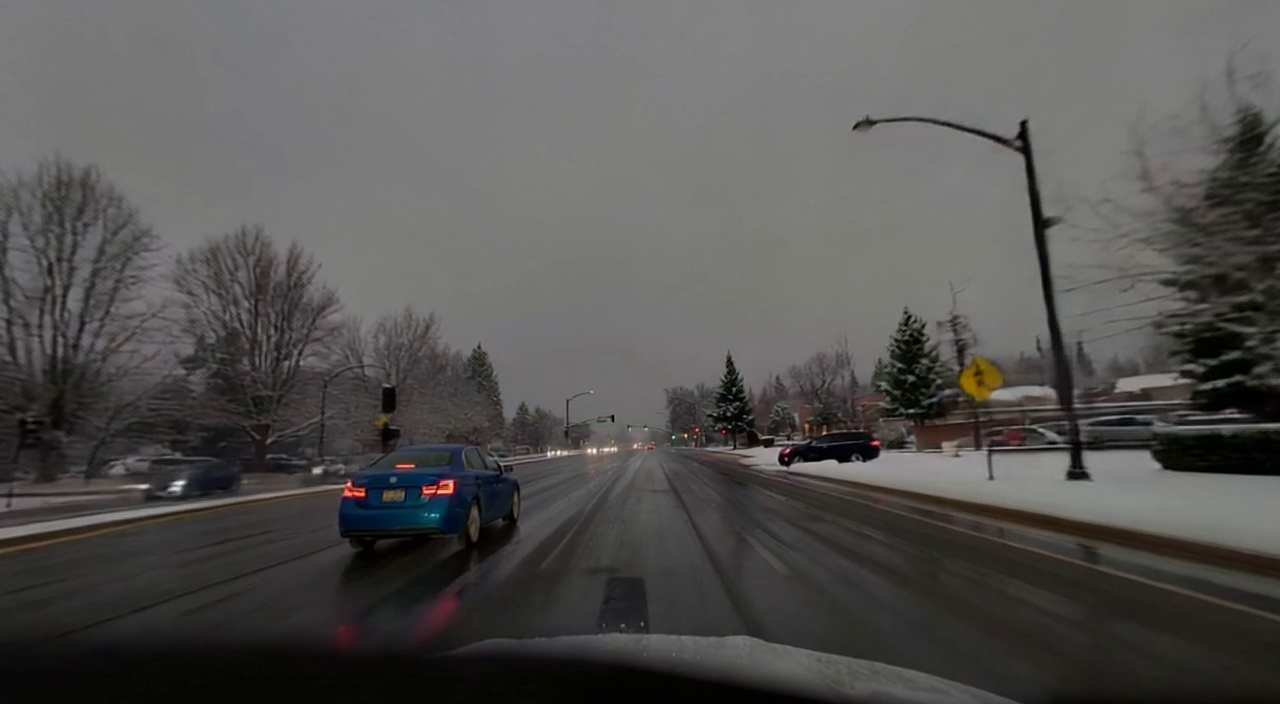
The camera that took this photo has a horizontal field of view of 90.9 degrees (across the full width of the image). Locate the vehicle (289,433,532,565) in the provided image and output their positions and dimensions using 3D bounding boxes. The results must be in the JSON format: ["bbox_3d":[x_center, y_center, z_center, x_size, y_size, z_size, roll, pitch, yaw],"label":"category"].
[{"bbox_3d":[-3.015,2.023,9.487,1.924,1.480,4.421,-1,-9,1],"label":"vehicle"}]

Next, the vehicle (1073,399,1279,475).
[{"bbox_3d":[13.092,1.989,14.755,4.349,1.615,2.068,0,-8,0],"label":"vehicle"}]

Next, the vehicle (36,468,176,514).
[{"bbox_3d":[-21.594,5.605,25.790,1.820,1.423,4.577,-3,-9,-1],"label":"vehicle"}]

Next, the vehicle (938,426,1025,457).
[{"bbox_3d":[17.382,4.605,32.327,1.966,1.451,4.297,0,-9,-1],"label":"vehicle"}]

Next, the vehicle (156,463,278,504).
[{"bbox_3d":[-17.748,5.515,26.801,1.832,1.408,4.799,0,-9,1],"label":"vehicle"}]

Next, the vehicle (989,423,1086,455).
[{"bbox_3d":[20.137,4.489,32.215,1.857,1.471,4.717,0,-9,-1],"label":"vehicle"}]

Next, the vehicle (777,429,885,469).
[{"bbox_3d":[8.716,4.490,29.165,4.511,1.720,2.131,-2,-8,11],"label":"vehicle"}]
